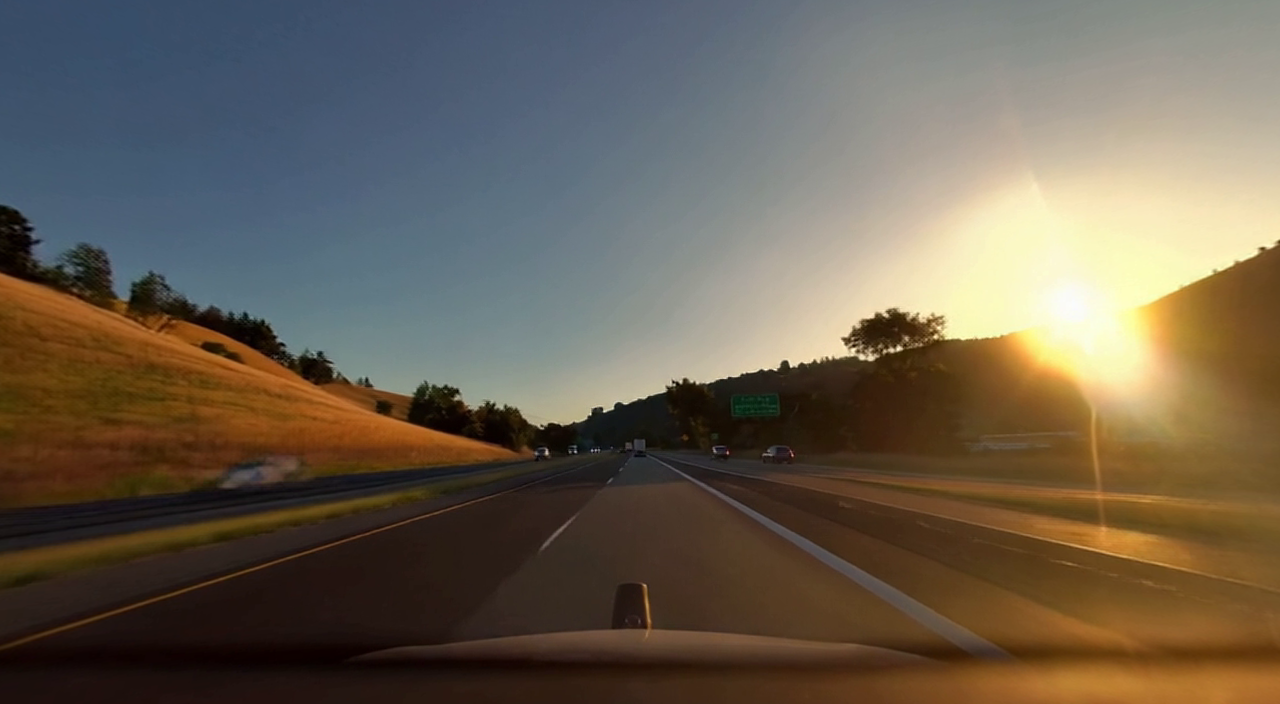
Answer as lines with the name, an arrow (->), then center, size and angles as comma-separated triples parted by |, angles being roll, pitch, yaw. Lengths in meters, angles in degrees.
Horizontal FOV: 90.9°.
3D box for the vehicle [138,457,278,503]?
vehicle -> -15.194, 4.493, 22.527 | 1.811, 1.452, 4.412 | 0, -9, 1
